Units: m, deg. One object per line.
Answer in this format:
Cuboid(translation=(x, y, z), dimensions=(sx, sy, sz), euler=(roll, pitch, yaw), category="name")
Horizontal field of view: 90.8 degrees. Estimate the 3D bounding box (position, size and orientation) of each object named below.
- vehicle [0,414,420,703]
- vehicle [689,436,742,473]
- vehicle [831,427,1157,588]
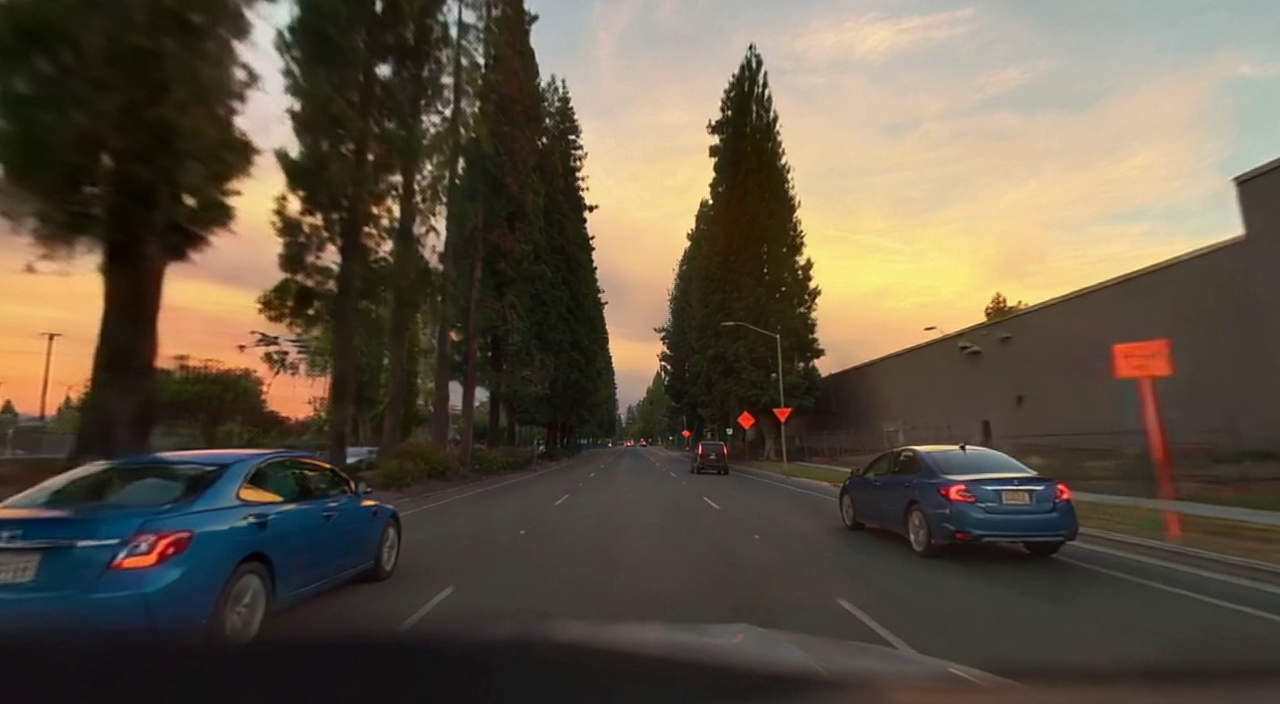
Cuboid(translation=(-3.464, 1.345, 5.004), dimensions=(2.020, 1.474, 4.098), euler=(0, -9, -1), category="vehicle")
Cuboid(translation=(3.974, 5.519, 34.141), dimensions=(2.159, 1.793, 4.735), euler=(0, -9, -1), category="vehicle")
Cuboid(translation=(3.924, 1.755, 7.897), dimensions=(1.827, 1.491, 3.743), euler=(0, -9, -1), category="vehicle")
